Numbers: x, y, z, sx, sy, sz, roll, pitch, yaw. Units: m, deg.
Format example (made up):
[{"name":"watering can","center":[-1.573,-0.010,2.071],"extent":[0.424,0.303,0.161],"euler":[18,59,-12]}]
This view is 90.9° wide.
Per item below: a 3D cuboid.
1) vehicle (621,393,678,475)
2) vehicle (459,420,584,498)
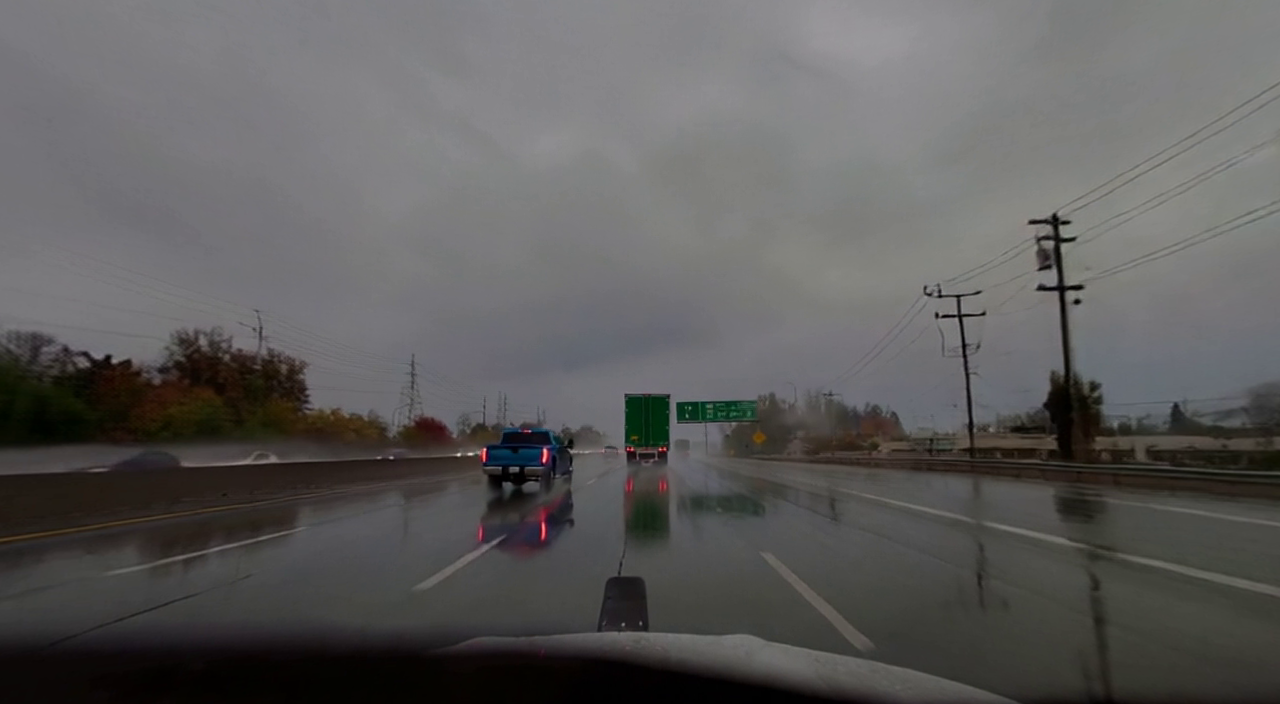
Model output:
[{"name":"vehicle","center":[0.580,5.062,38.206],"extent":[2.879,4.085,13.125],"euler":[0,-8,1]},{"name":"vehicle","center":[-3.579,3.438,20.806],"extent":[2.749,2.141,6.515],"euler":[0,-8,1]}]
